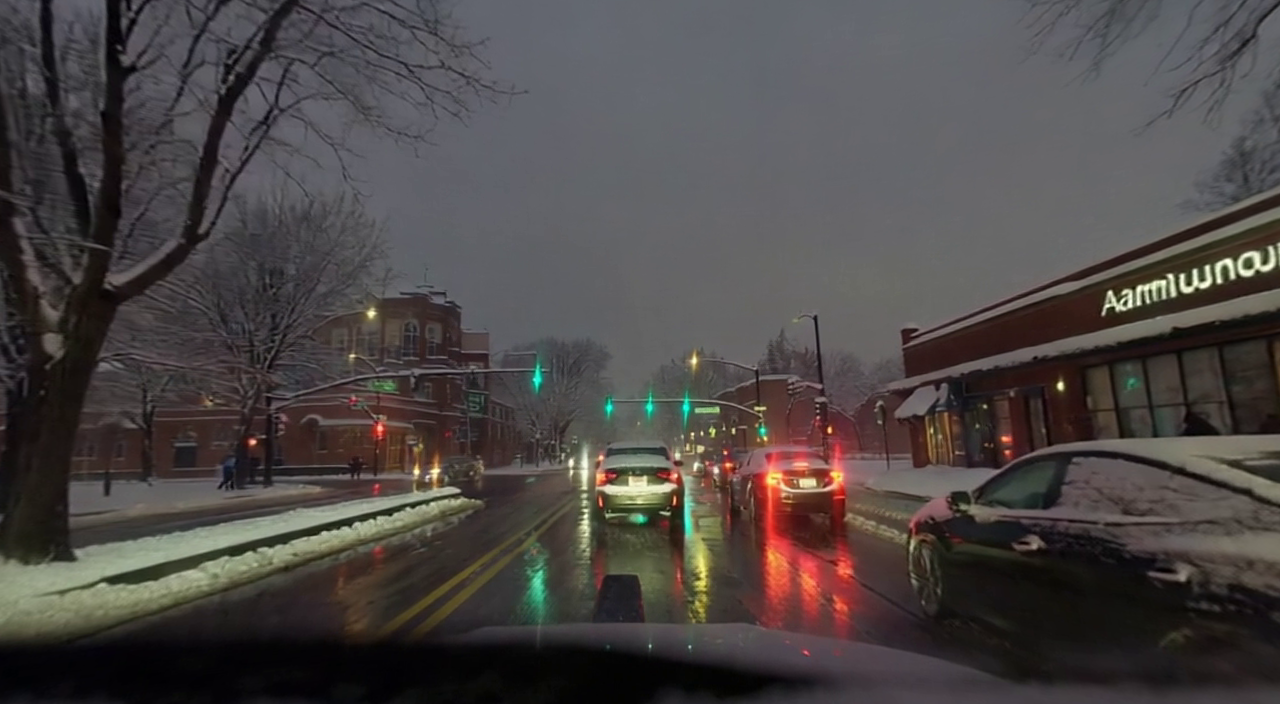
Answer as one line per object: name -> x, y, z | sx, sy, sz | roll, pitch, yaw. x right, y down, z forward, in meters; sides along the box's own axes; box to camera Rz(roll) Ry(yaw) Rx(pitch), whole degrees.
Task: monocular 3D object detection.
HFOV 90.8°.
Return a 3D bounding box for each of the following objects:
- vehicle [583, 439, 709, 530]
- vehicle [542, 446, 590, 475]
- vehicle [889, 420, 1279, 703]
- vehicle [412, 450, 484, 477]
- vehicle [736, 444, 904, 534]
vehicle -> 0.091, 2.551, 12.745 | 2.118, 1.512, 4.013 | 0, -9, 0
vehicle -> -5.144, 7.401, 43.331 | 2.223, 1.840, 4.919 | 3, -9, -20
vehicle -> 3.250, 1.151, 3.440 | 1.912, 1.454, 4.537 | 0, -9, 0
vehicle -> -14.423, 8.328, 47.579 | 2.210, 1.889, 4.642 | -8, -11, 40
vehicle -> 3.358, 2.625, 12.839 | 1.996, 1.469, 4.495 | 0, -9, -1
